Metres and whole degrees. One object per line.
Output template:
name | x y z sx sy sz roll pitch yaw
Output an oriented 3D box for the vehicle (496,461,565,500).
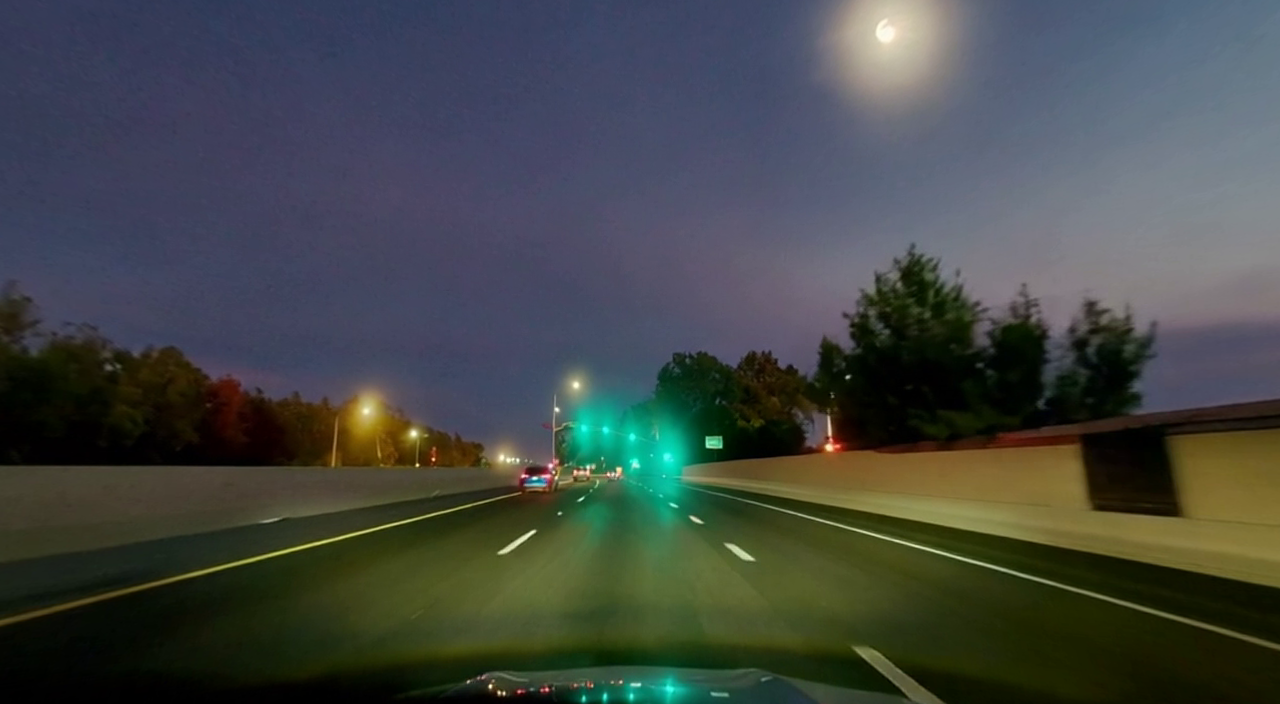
vehicle | -4.907 5.864 28.961 2.328 1.559 5.041 1 -11 -1
